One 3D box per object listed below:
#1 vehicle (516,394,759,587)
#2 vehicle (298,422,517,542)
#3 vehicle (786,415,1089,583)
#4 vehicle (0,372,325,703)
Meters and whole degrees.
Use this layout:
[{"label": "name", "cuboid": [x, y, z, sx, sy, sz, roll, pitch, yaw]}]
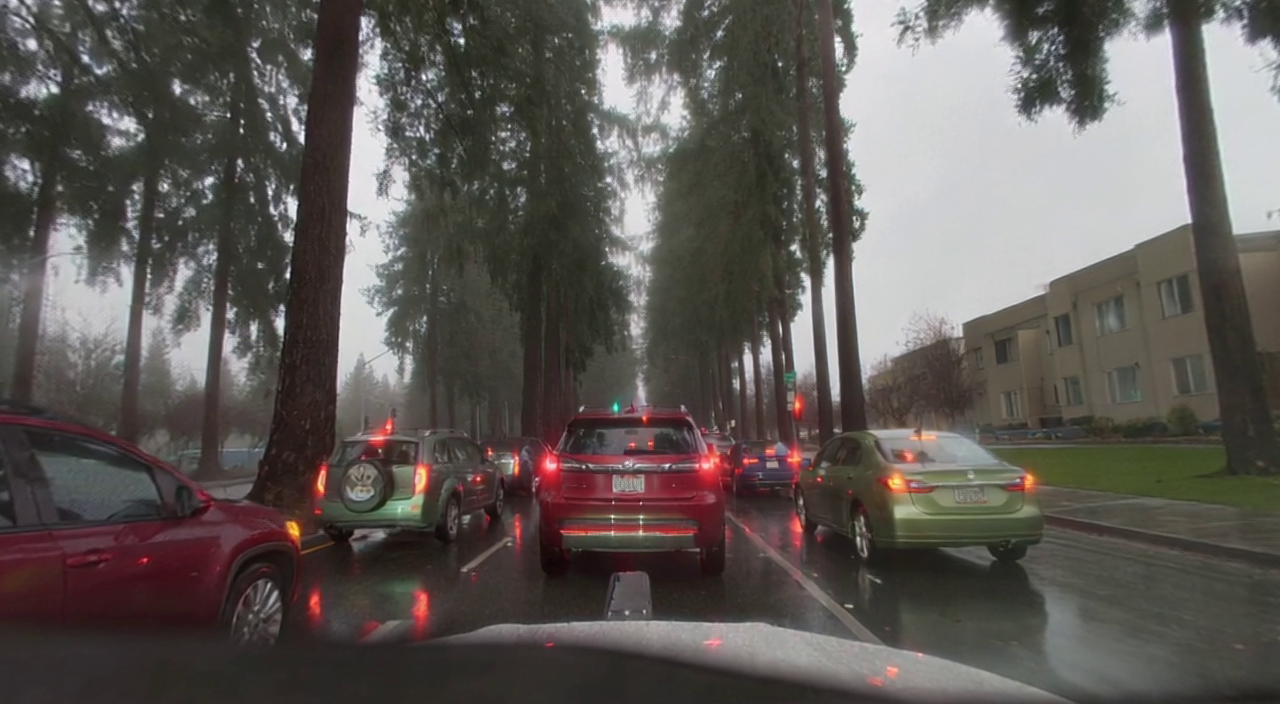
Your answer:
[{"label": "vehicle", "cuboid": [-0.006, 1.550, 7.805, 2.193, 1.744, 4.033, 0, -8, 1]}, {"label": "vehicle", "cuboid": [-3.653, 2.116, 10.930, 2.042, 1.641, 4.314, 0, -8, 1]}, {"label": "vehicle", "cuboid": [3.268, 1.670, 7.877, 1.922, 1.579, 3.642, 0, -8, -1]}, {"label": "vehicle", "cuboid": [-3.775, 0.997, 3.311, 1.929, 1.641, 4.193, 0, -8, 2]}]
